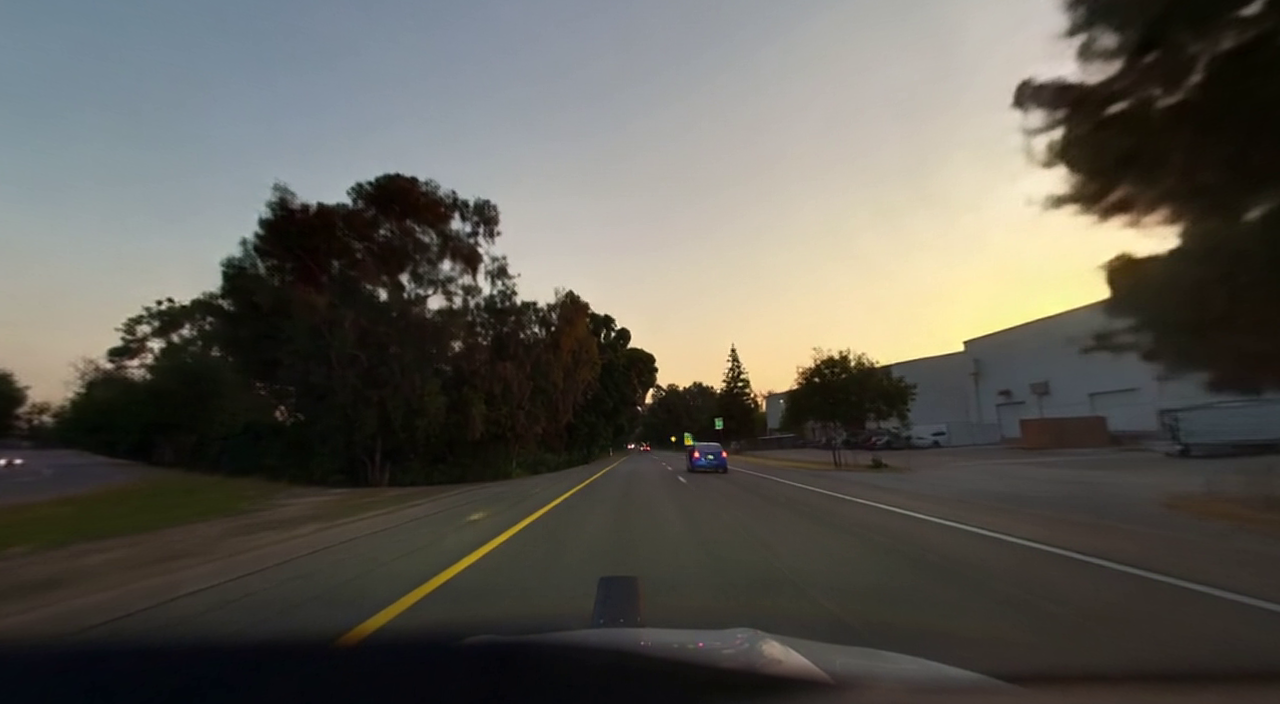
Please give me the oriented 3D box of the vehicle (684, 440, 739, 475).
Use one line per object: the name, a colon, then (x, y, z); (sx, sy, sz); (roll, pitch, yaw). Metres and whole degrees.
vehicle: (3.359, 5.053, 30.274); (2.079, 1.531, 3.997); (0, -9, -1)
